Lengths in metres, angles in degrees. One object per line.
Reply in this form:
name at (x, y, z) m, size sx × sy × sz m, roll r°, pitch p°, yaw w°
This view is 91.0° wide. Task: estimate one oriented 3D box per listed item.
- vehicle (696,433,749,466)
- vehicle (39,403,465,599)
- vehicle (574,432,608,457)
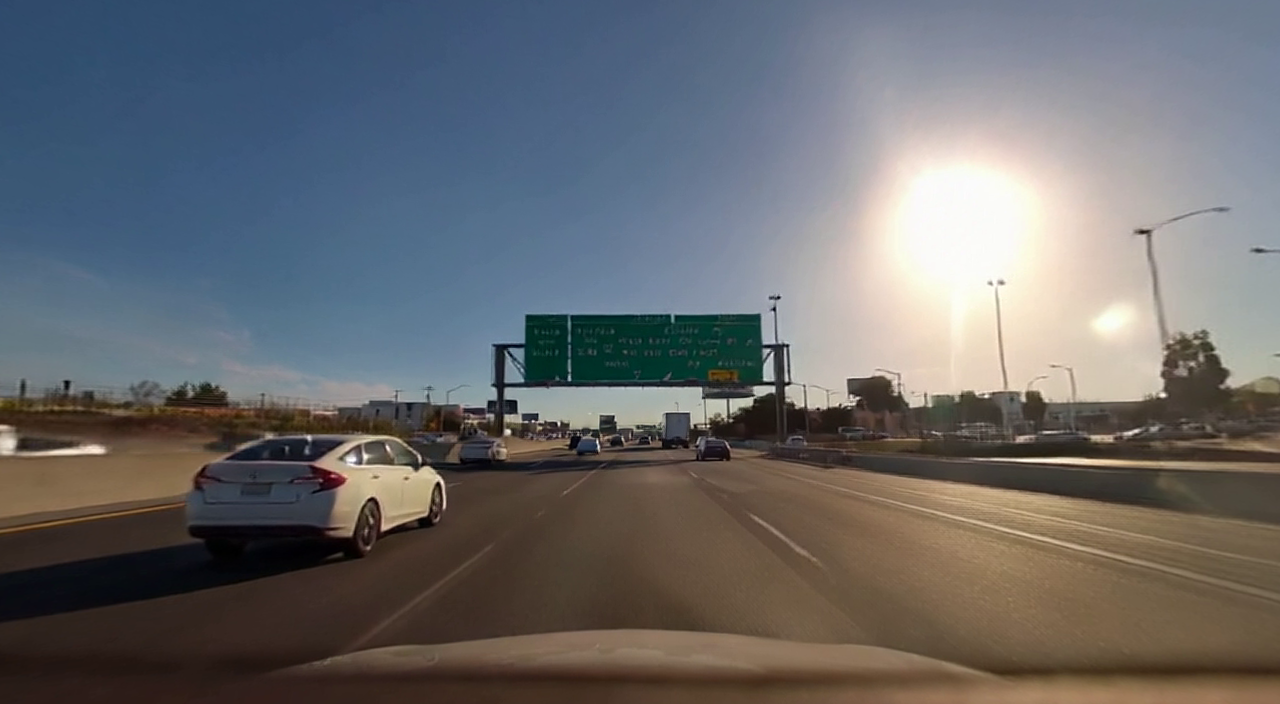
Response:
vehicle at (4.145, 5.014, 32.352) m, size 2.135 × 1.532 × 4.506 m, roll 1°, pitch -9°, yaw 0°
vehicle at (-3.658, 1.494, 7.137) m, size 2.008 × 1.504 × 4.264 m, roll 0°, pitch -9°, yaw 2°
vehicle at (-3.300, 6.385, 43.247) m, size 2.001 × 1.577 × 4.055 m, roll 0°, pitch -9°, yaw 0°
